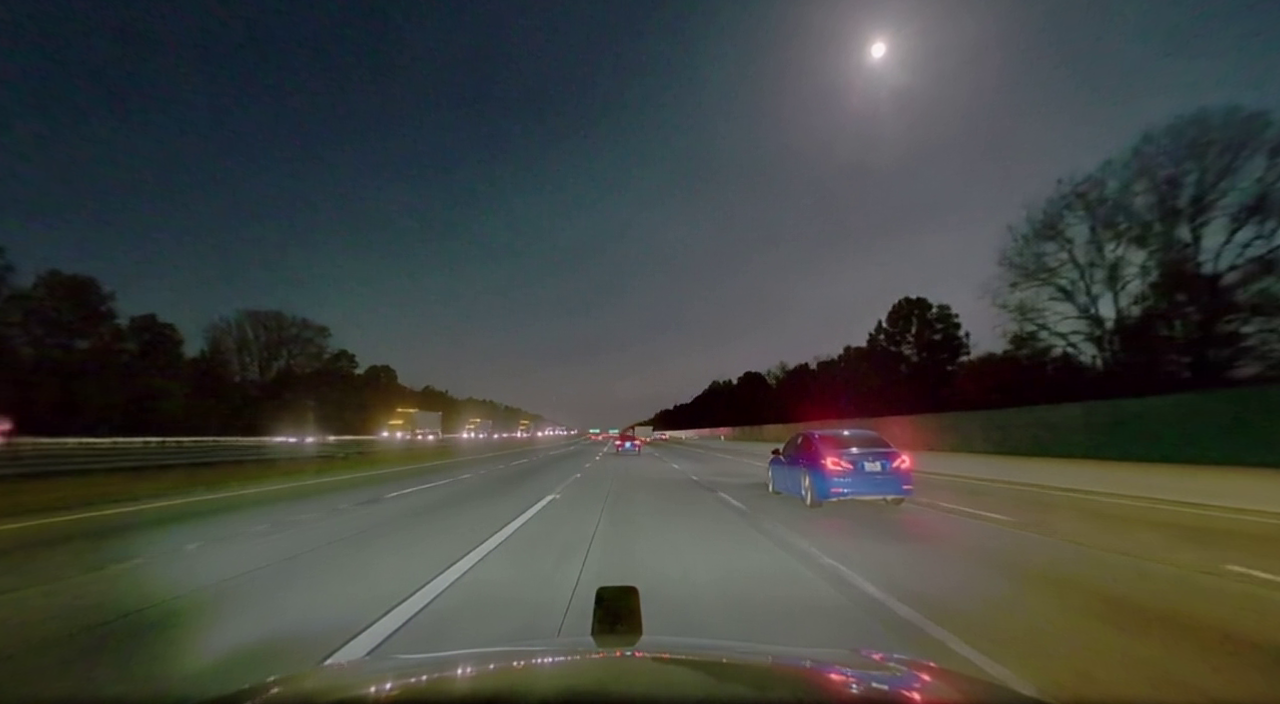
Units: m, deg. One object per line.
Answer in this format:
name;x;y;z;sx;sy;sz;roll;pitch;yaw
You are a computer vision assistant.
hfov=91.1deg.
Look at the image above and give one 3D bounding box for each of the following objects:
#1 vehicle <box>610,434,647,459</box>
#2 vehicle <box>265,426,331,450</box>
vehicle;-0.755;5.792;38.800;2.121;1.445;4.187;0;-8;-2
vehicle;-22.438;5.687;41.482;1.910;1.486;4.529;0;-8;-1
